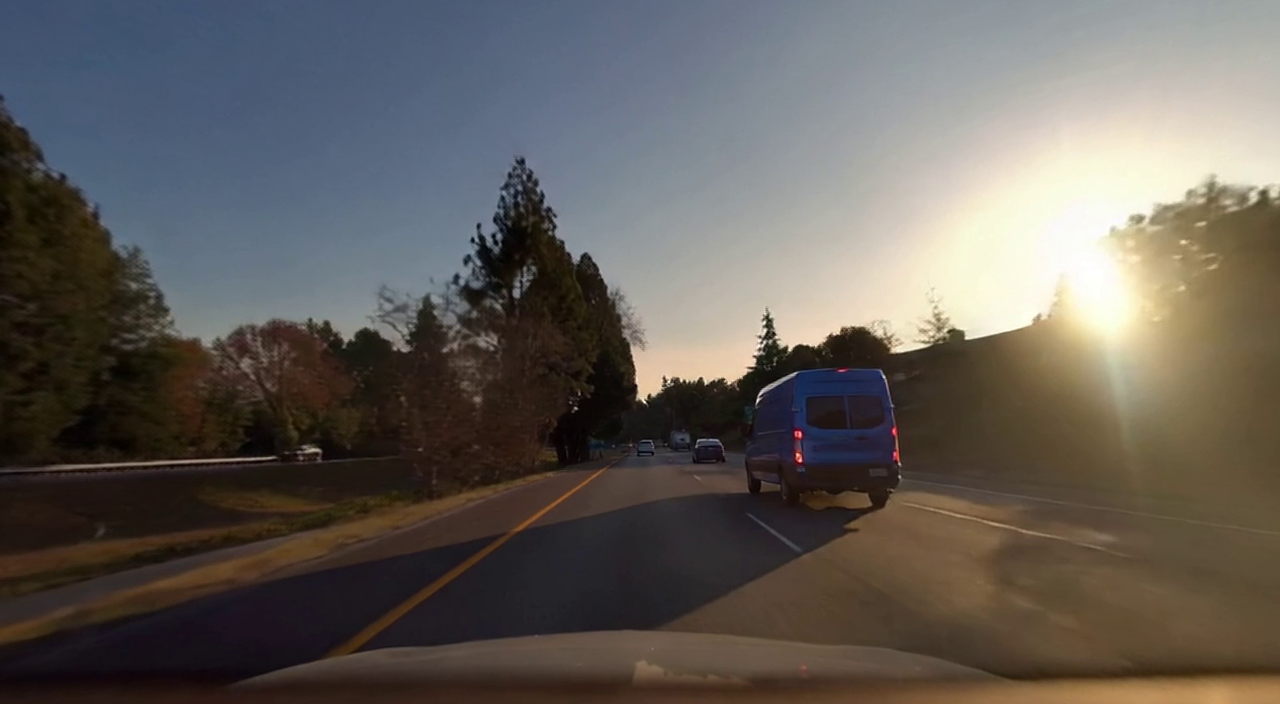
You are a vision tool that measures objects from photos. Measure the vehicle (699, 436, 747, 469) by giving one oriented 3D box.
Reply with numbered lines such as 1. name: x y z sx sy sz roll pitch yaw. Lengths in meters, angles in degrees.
1. vehicle: 4.478 5.487 34.630 2.034 1.651 4.342 0 -8 -1

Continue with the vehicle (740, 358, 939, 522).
1. vehicle: 3.730 1.869 13.363 2.302 2.670 5.912 0 -8 1
